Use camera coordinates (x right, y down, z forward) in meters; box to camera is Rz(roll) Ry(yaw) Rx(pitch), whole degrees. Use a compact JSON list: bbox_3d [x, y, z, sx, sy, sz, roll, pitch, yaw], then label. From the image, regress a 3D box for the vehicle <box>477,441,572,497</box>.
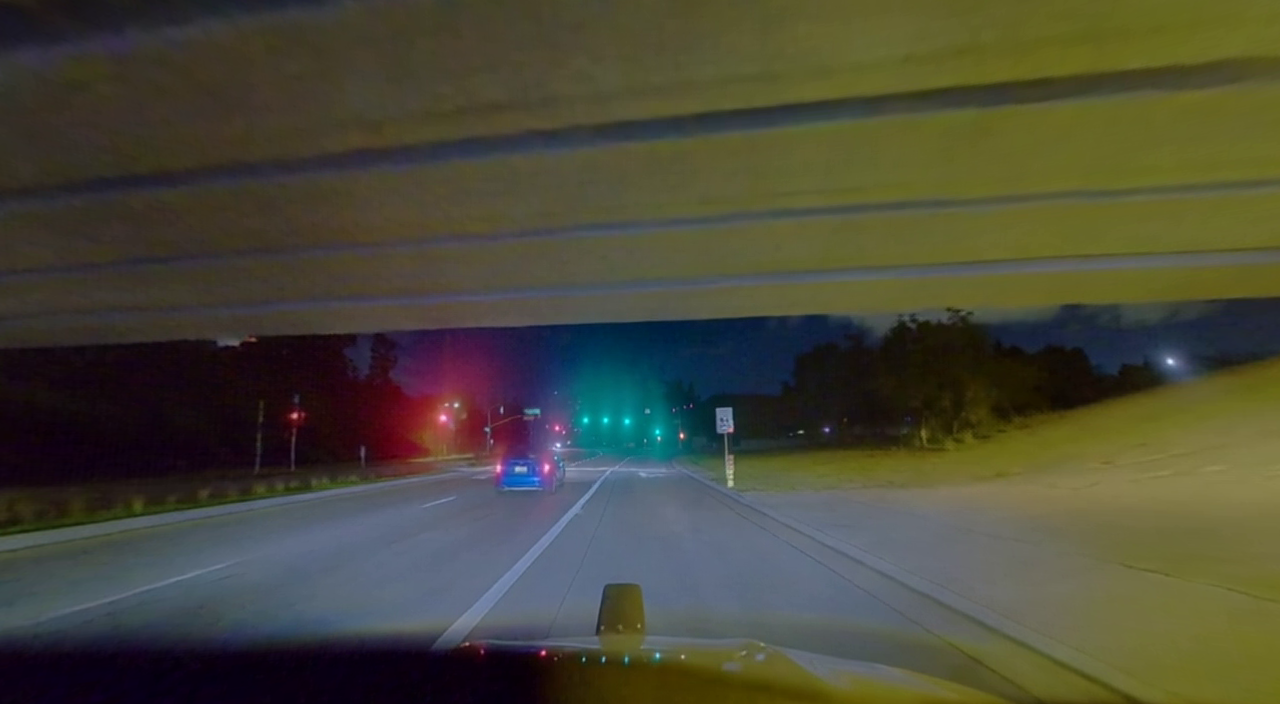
[{"bbox_3d":[-3.307,3.467,19.029,1.963,1.460,4.614,0,-9,1],"label":"vehicle"}]
